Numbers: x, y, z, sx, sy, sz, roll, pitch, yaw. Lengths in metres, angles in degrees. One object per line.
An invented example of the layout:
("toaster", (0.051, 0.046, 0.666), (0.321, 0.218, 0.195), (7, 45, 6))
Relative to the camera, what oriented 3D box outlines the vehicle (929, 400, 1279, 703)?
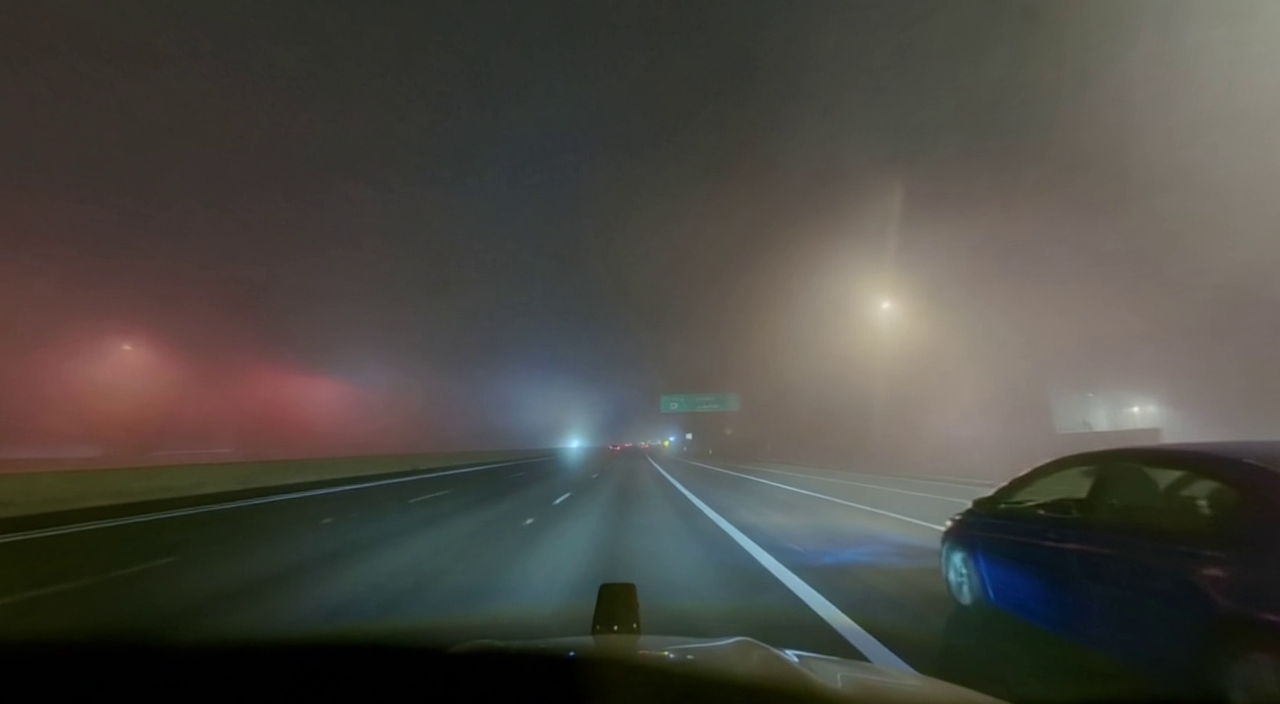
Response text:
("vehicle", (3.380, 0.984, 2.754), (1.989, 1.479, 4.670), (0, -9, 0))
